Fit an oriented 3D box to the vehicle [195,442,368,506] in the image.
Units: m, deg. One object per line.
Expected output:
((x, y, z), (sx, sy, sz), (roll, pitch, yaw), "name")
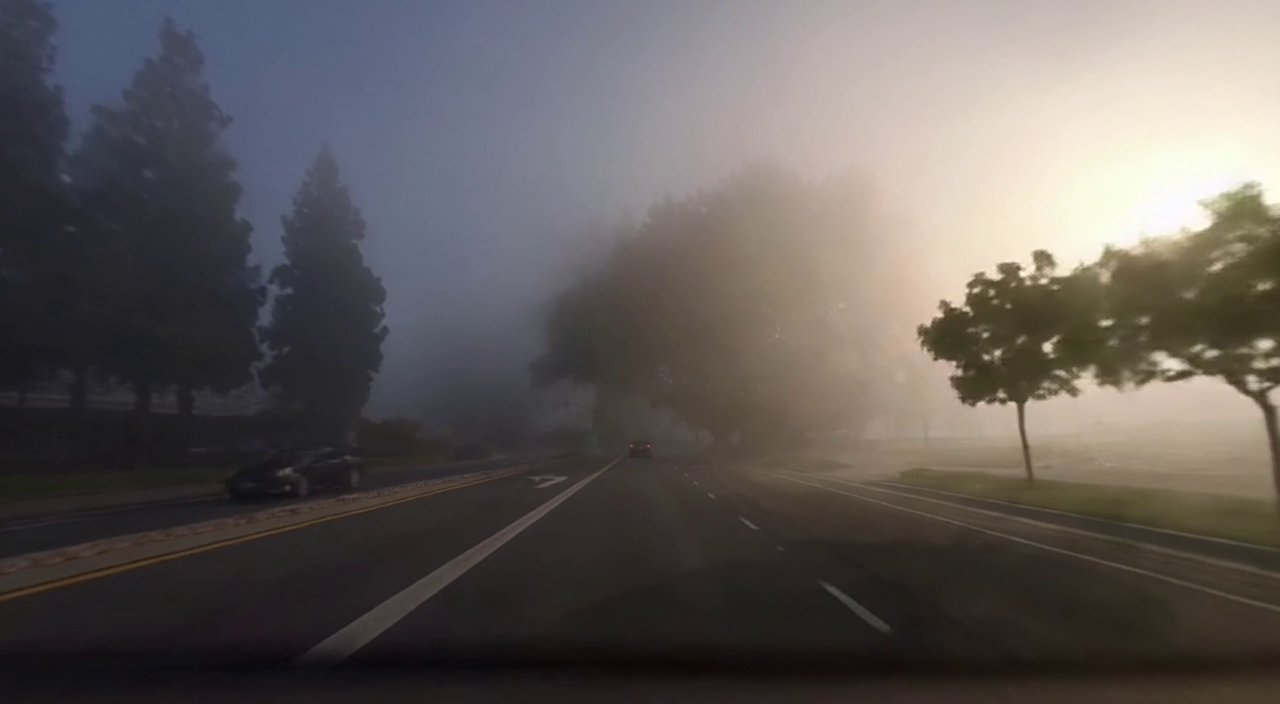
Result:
((-9.300, 3.156, 16.889), (1.946, 1.470, 4.443), (0, -8, 1), "vehicle")

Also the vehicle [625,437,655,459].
((0.073, 7.391, 48.576), (2.196, 1.646, 4.109), (0, -8, 1), "vehicle")

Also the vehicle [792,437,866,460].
((14.192, 7.220, 47.442), (5.001, 1.554, 1.961), (-3, -8, 31), "vehicle")
